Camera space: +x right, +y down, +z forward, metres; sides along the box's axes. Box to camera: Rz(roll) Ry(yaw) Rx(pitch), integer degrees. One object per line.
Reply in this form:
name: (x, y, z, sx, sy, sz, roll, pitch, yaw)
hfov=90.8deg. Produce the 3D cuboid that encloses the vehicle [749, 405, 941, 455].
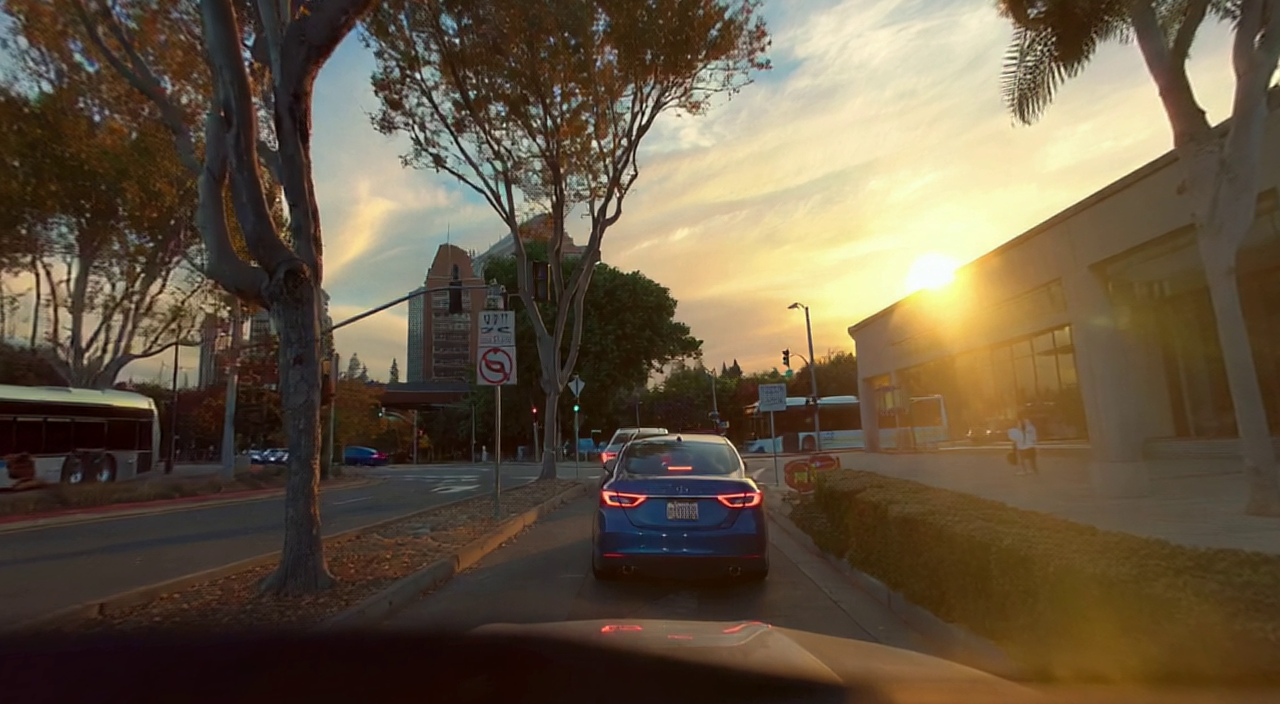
vehicle: (15.702, 6.124, 49.296, 13.811, 3.706, 2.997, 0, -9, 1)

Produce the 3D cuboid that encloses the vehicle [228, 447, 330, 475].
vehicle: (-20.792, 6.288, 36.638, 1.883, 1.461, 4.830, -4, -10, 27)

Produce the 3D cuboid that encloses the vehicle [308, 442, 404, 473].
vehicle: (-16.294, 6.027, 36.395, 1.892, 1.645, 4.561, -8, -11, 41)

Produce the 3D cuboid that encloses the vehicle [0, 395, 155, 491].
vehicle: (-25.946, 3.643, 25.331, 2.692, 3.685, 10.153, -3, -9, 20)

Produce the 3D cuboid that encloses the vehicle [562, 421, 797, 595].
vehicle: (0.375, 1.626, 7.388, 2.006, 1.470, 3.799, 0, -8, 1)
